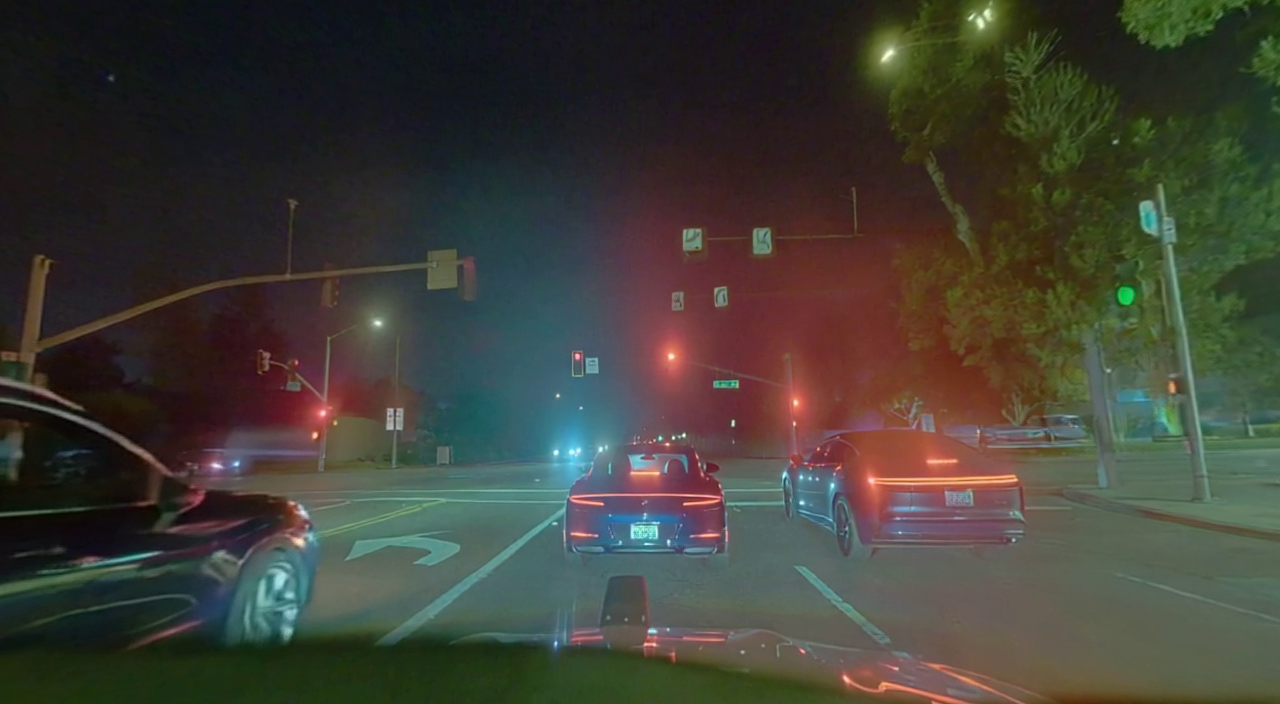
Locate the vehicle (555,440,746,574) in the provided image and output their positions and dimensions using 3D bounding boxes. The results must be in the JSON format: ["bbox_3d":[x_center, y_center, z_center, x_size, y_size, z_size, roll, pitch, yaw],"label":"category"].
[{"bbox_3d":[0.120,1.871,8.396,1.945,1.343,3.827,0,-8,0],"label":"vehicle"}]

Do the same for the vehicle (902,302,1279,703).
[{"bbox_3d":[3.099,0.808,2.532,2.143,1.759,4.531,0,-8,0],"label":"vehicle"}]

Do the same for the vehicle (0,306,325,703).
[{"bbox_3d":[-3.298,0.697,1.949,2.061,1.781,4.842,0,-8,1],"label":"vehicle"}]
